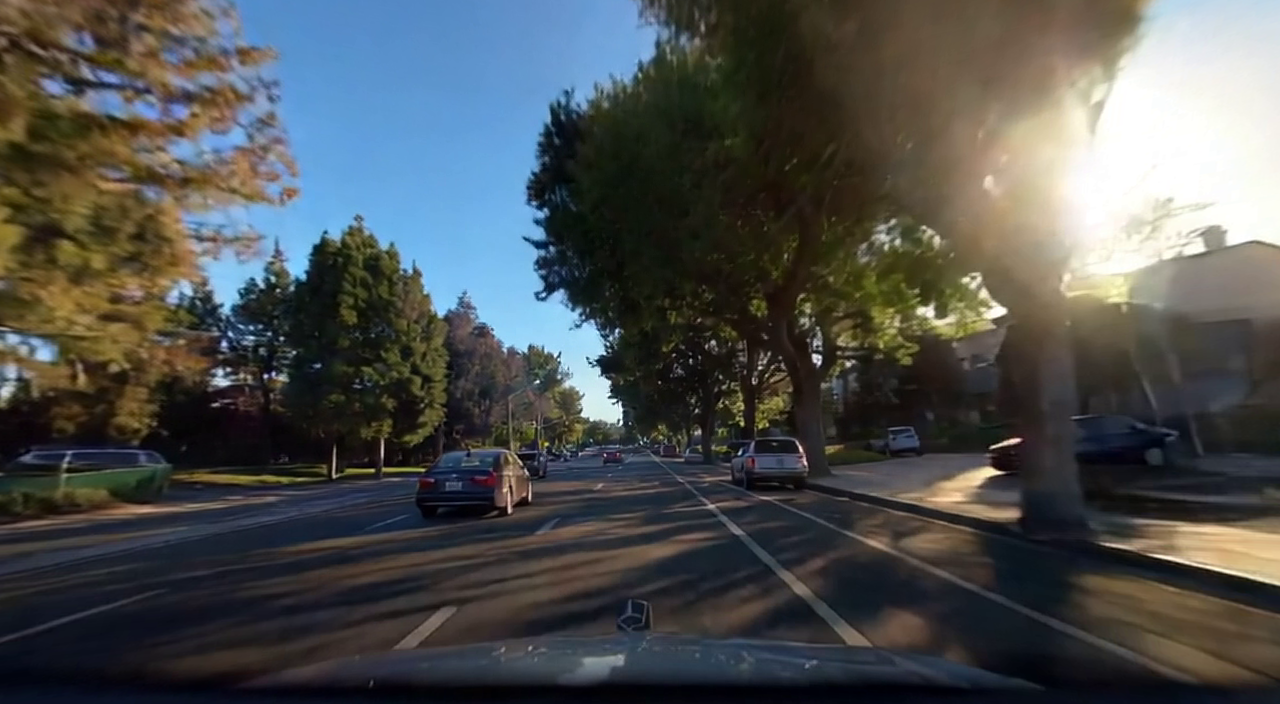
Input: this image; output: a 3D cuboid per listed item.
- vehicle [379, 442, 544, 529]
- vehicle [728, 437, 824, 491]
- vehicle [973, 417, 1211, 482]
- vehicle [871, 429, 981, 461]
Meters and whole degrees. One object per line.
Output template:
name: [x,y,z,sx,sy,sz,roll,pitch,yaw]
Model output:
vehicle: [-3.433,2.641,13.131,2.099,1.470,4.302,-1,-8,1]
vehicle: [4.435,3.738,21.454,2.107,1.620,4.793,0,-8,-1]
vehicle: [11.778,2.561,16.675,4.766,1.585,2.020,0,-8,-2]
vehicle: [14.670,4.802,32.510,4.696,1.511,2.004,-1,-8,1]
